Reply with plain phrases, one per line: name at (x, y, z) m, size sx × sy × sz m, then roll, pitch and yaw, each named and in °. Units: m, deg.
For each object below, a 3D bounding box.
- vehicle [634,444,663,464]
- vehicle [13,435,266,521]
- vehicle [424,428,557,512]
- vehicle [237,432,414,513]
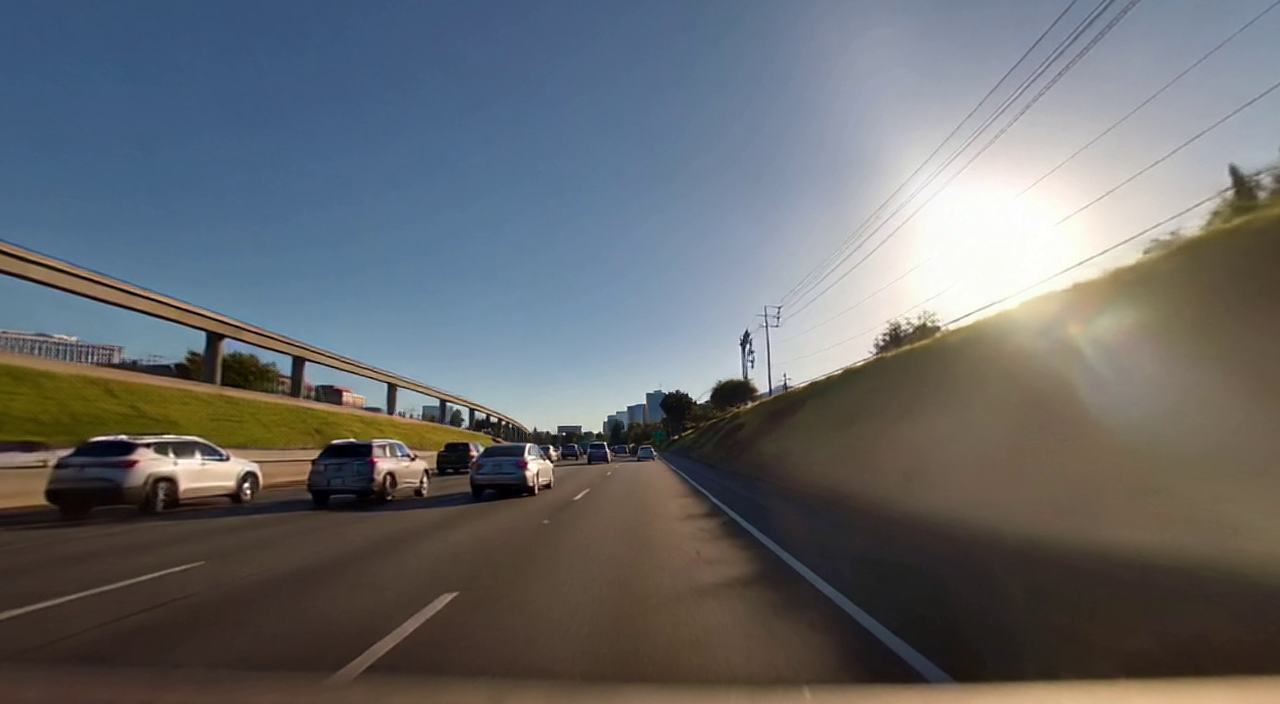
vehicle at (0.573, 7.574, 46.980) m, size 2.074 × 1.465 × 3.977 m, roll 0°, pitch -8°, yaw -1°
vehicle at (-11.055, 2.780, 14.525) m, size 1.951 × 1.628 × 4.617 m, roll 0°, pitch -8°, yaw 1°
vehicle at (-3.428, 2.787, 15.436) m, size 2.052 × 1.731 × 4.372 m, roll 0°, pitch -8°, yaw 2°
vehicle at (-7.233, 2.784, 15.100) m, size 1.959 × 1.652 × 4.170 m, roll 0°, pitch -8°, yaw 1°
